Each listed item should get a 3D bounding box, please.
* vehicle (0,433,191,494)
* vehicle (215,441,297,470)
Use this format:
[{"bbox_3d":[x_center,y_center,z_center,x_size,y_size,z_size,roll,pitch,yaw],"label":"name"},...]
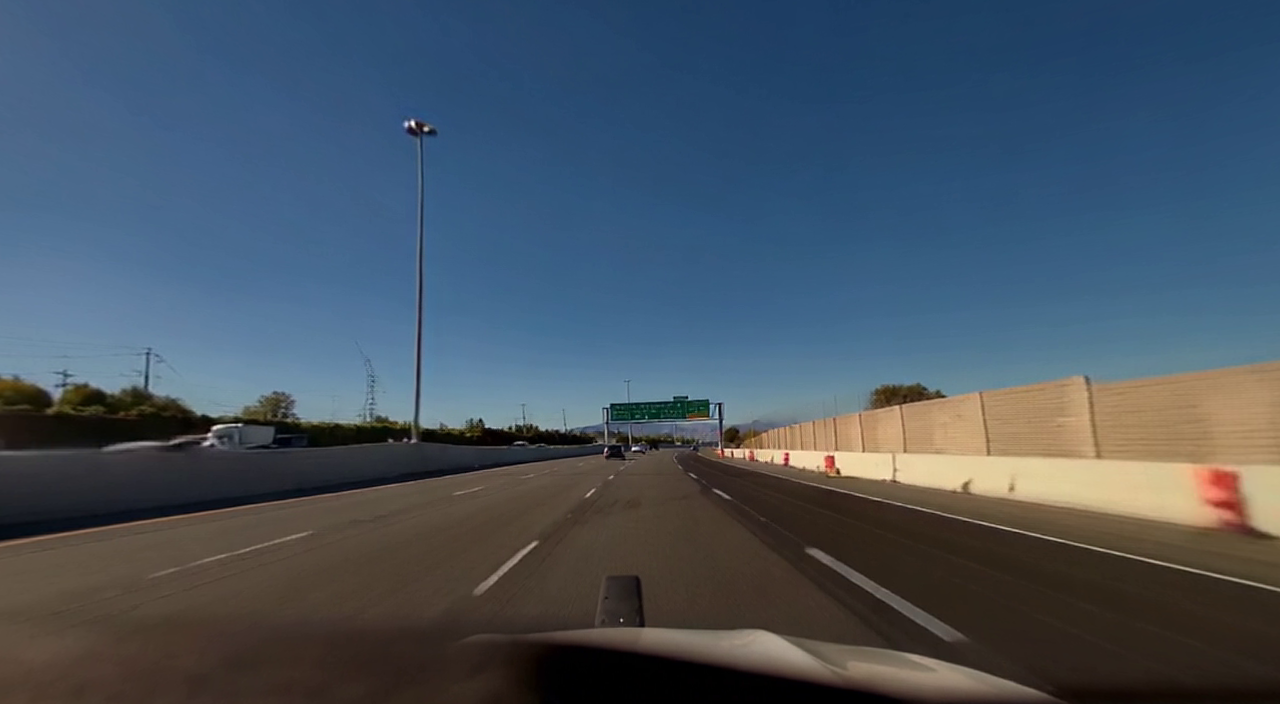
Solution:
[{"bbox_3d":[-15.651,3.167,18.211,1.945,1.515,4.455,0,-9,1],"label":"vehicle"},{"bbox_3d":[-22.476,6.071,37.075,1.869,1.556,4.539,0,-9,1],"label":"vehicle"}]
